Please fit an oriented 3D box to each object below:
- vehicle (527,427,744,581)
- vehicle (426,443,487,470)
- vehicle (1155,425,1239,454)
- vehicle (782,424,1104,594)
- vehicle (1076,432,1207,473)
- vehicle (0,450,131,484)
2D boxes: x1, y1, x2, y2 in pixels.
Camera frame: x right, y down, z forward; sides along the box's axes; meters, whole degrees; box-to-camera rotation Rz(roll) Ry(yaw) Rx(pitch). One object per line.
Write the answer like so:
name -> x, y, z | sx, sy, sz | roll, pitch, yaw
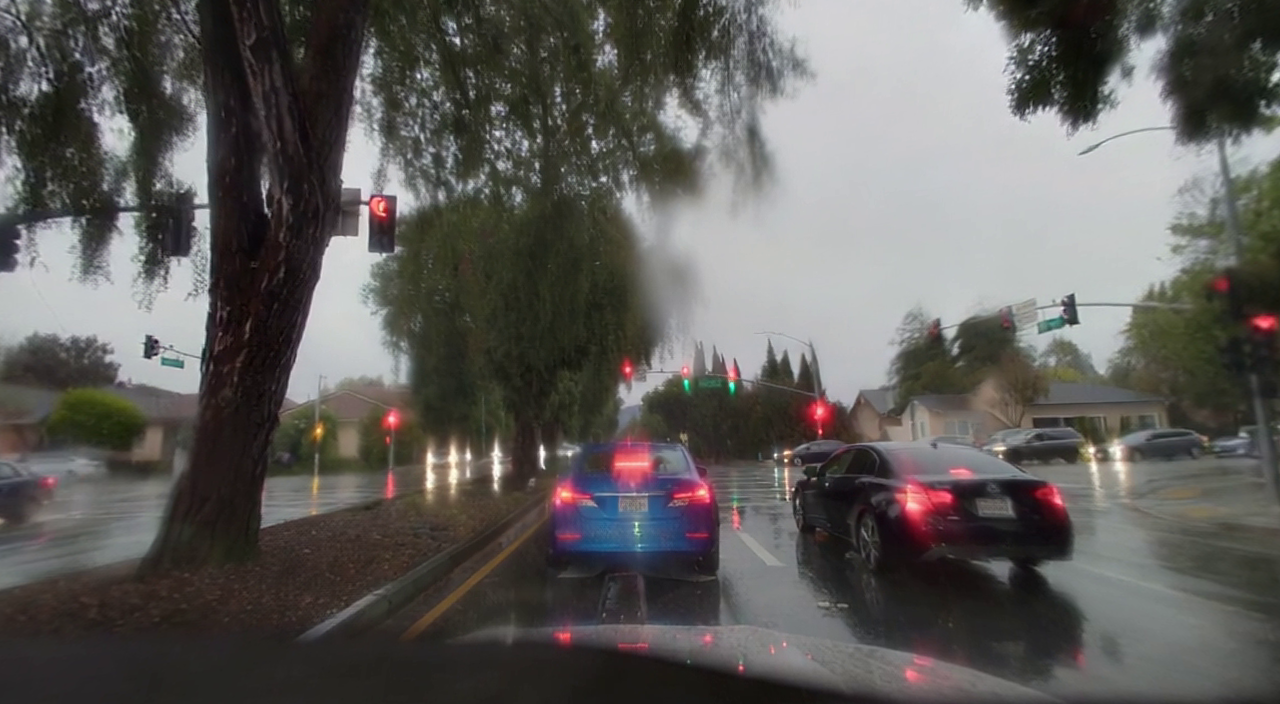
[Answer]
vehicle -> -0.061, 1.783, 8.248 | 2.103, 1.478, 4.073 | 0, -8, -1
vehicle -> -11.192, 6.424, 38.940 | 2.102, 1.531, 5.072 | 0, -8, 1
vehicle -> 41.711, 6.582, 47.359 | 4.388, 2.079, 1.960 | 0, -8, -2
vehicle -> 3.181, 1.713, 7.765 | 1.913, 1.505, 4.097 | 0, -8, 0
vehicle -> 23.972, 4.788, 30.321 | 4.520, 1.762, 2.005 | -2, -8, -1
vehicle -> -28.174, 5.614, 31.058 | 4.538, 1.591, 1.949 | 0, -8, 1
